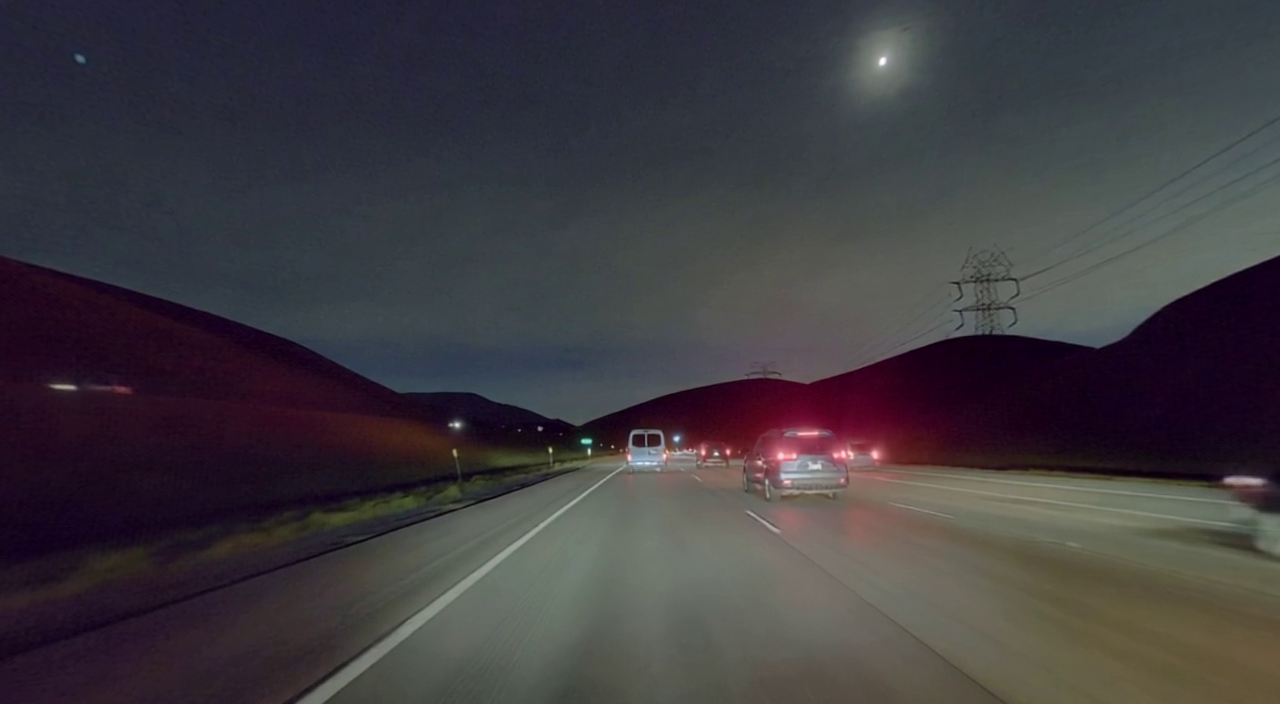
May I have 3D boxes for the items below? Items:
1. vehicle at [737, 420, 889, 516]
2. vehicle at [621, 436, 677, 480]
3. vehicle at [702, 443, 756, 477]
[{"bbox_3d":[3.650,2.549,14.325,2.139,1.821,4.480,0,-8,0],"label":"vehicle"},{"bbox_3d":[0.421,4.645,27.930,2.268,1.772,4.523,0,-8,1],"label":"vehicle"},{"bbox_3d":[4.121,5.086,29.961,1.938,1.466,4.356,0,-8,0],"label":"vehicle"}]
